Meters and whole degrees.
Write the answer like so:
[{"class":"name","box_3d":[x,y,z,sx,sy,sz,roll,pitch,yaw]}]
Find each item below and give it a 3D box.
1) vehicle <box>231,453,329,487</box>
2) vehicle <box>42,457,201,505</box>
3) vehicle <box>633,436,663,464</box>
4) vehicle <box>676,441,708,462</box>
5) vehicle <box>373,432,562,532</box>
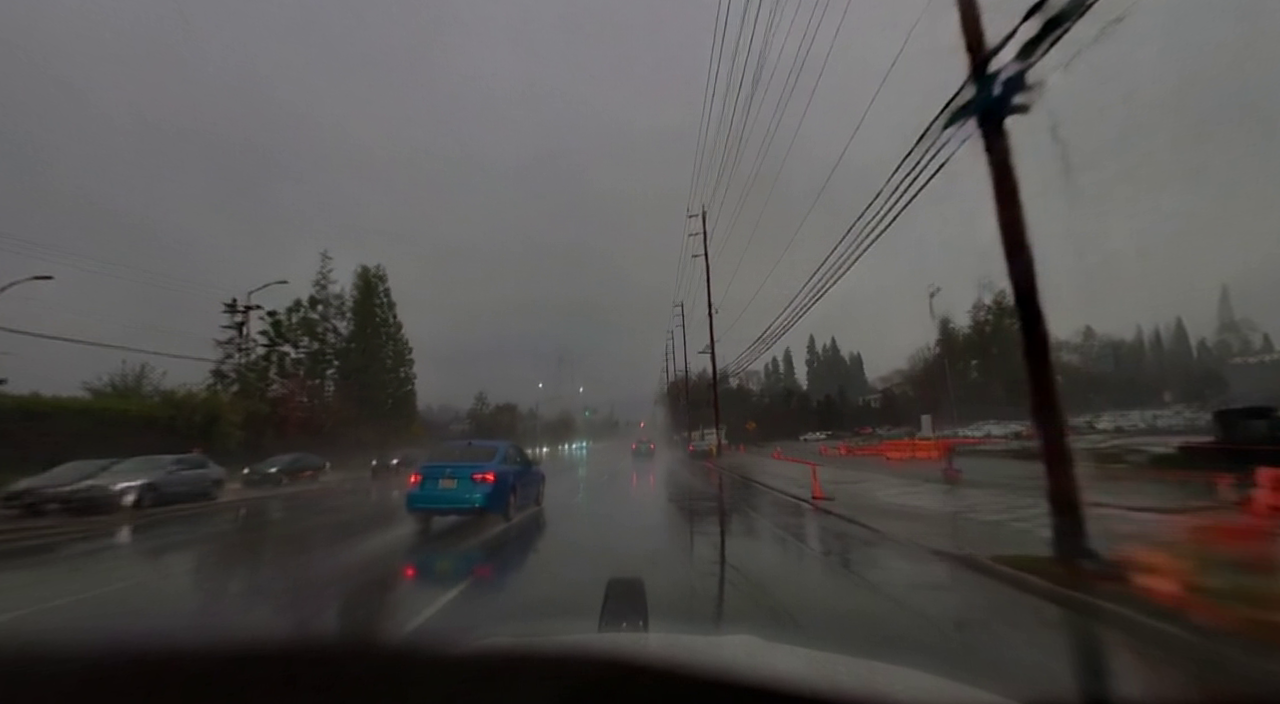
[{"class":"vehicle","box_3d":[-17.750,5.806,31.381,1.945,1.511,4.458,-1,-9,5]},{"class":"vehicle","box_3d":[-18.553,4.601,22.928,1.979,1.470,4.571,0,-9,-1]},{"class":"vehicle","box_3d":[0.528,6.906,44.662,2.060,1.845,4.151,0,-9,0]},{"class":"vehicle","box_3d":[3.981,7.694,48.802,2.142,1.475,4.565,0,-9,0]},{"class":"vehicle","box_3d":[-2.899,2.329,11.940,2.087,1.480,4.825,0,-9,2]}]
